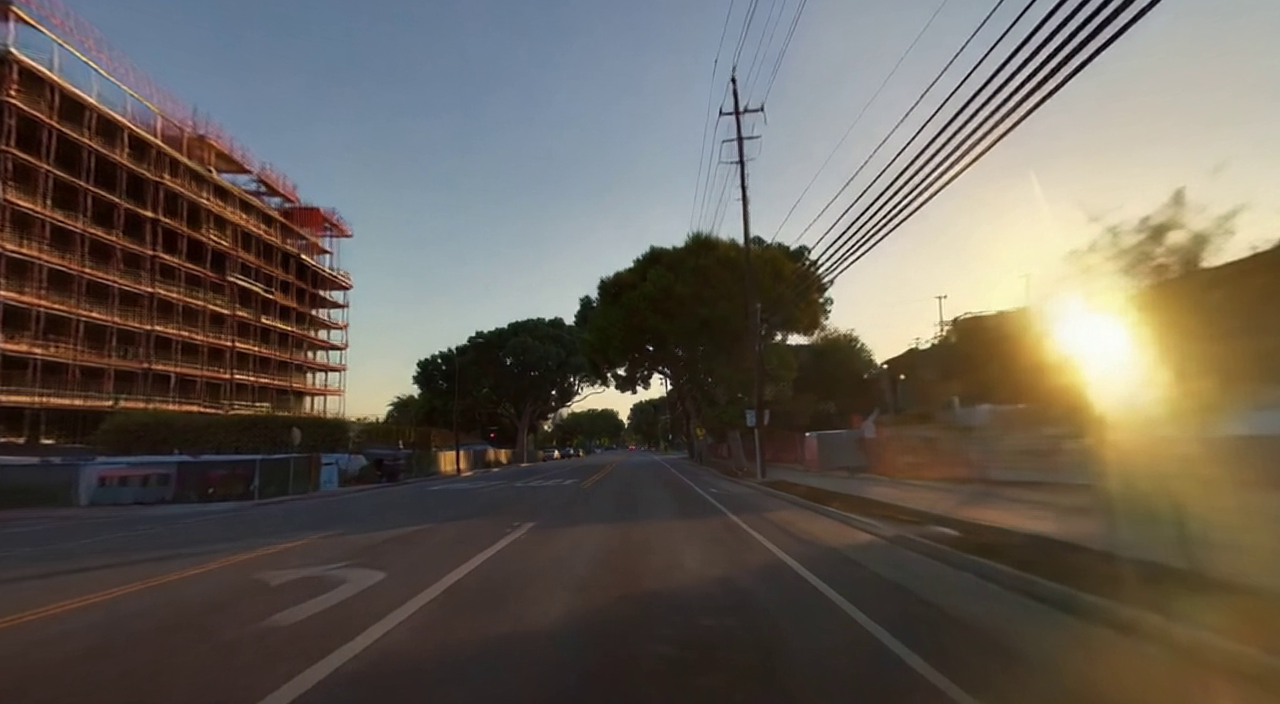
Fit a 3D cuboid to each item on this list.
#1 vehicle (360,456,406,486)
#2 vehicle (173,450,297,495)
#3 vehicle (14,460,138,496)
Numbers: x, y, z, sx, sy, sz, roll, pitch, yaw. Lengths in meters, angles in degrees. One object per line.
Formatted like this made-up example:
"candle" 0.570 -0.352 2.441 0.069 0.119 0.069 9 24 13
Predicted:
"vehicle" -15.645 7.168 38.245 2.002 1.683 4.664 5 -11 -28
"vehicle" -20.300 6.032 31.748 4.712 1.927 2.237 -3 -10 0
"vehicle" -26.386 5.887 29.560 3.998 1.574 1.889 0 -9 2
